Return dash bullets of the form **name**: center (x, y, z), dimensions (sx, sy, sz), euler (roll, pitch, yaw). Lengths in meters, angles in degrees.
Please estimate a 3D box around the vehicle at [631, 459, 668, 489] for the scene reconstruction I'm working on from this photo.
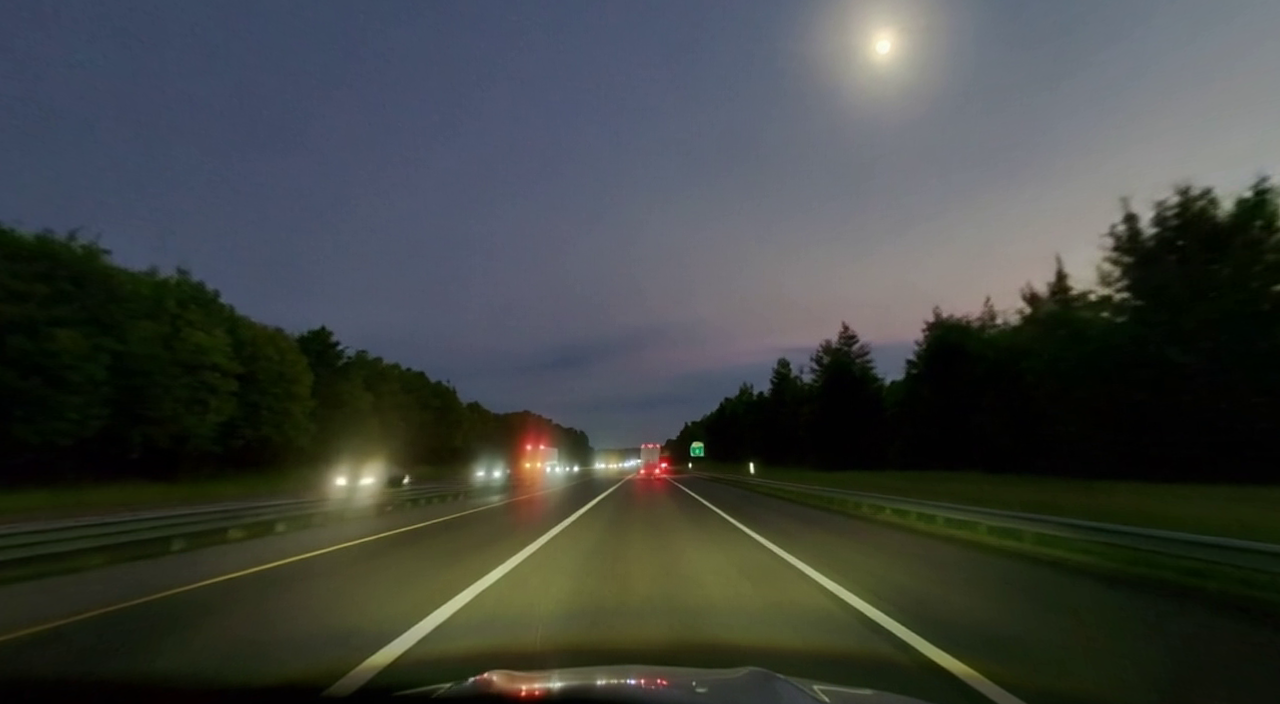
- **vehicle**: center (0.547, 7.334, 38.033), dimensions (2.048, 1.663, 4.377), euler (1, -10, 0)

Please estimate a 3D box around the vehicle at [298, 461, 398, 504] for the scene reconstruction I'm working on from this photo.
- **vehicle**: center (-11.113, 4.994, 24.336), dimensions (1.798, 1.447, 4.131), euler (1, -10, 1)

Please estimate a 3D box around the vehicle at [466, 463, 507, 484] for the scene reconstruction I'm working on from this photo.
- **vehicle**: center (-11.927, 9.496, 49.280), dimensions (1.883, 1.486, 4.813), euler (0, -10, 2)
